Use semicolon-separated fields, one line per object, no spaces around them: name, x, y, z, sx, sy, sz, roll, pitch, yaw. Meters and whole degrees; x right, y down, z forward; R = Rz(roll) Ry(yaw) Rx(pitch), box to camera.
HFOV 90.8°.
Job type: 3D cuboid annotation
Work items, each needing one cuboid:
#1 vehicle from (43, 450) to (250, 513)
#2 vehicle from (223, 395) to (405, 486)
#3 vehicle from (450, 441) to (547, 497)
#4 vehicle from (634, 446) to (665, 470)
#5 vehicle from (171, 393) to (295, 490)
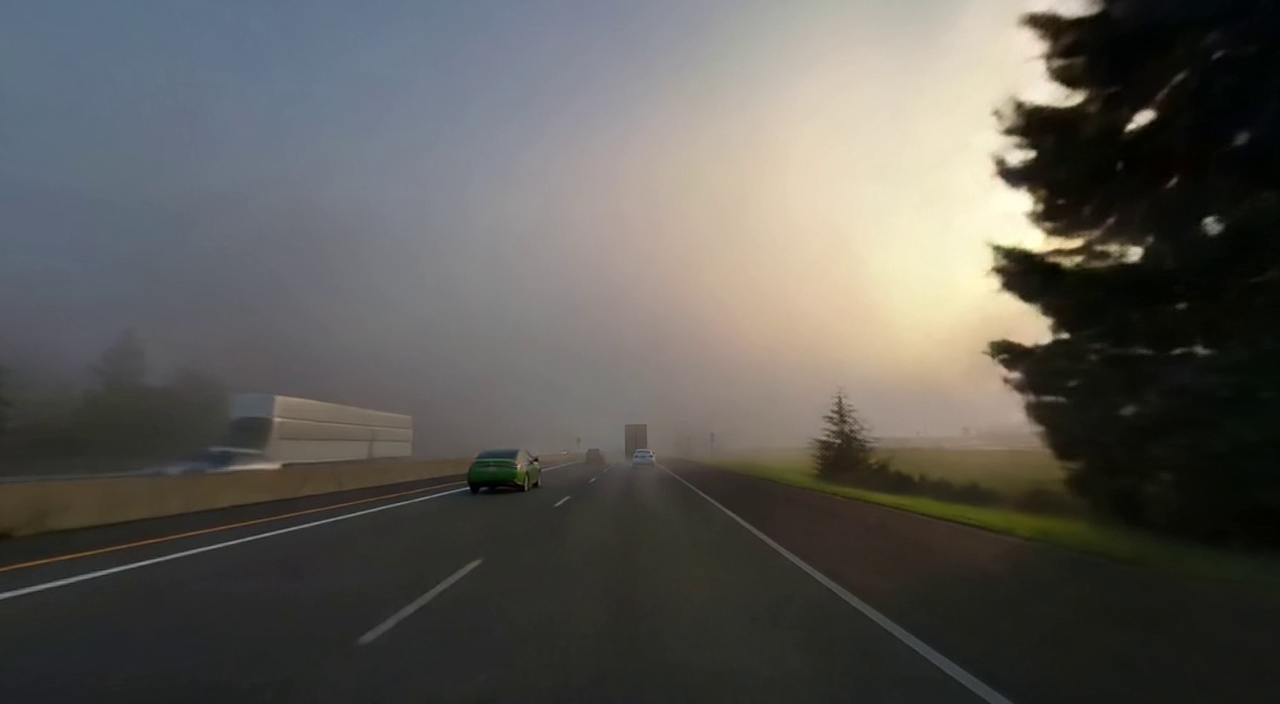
vehicle;-12.775;3.342;16.821;1.865;1.431;4.524;0;-9;0
vehicle;-17.228;5.065;35.343;2.889;4.027;13.945;0;-9;-1
vehicle;-4.330;3.654;19.998;2.172;1.548;3.953;0;-9;0
vehicle;0.612;7.343;43.775;1.992;1.593;3.937;0;-9;-1
vehicle;-17.150;3.789;26.826;3.087;3.865;2.819;0;-9;-1
